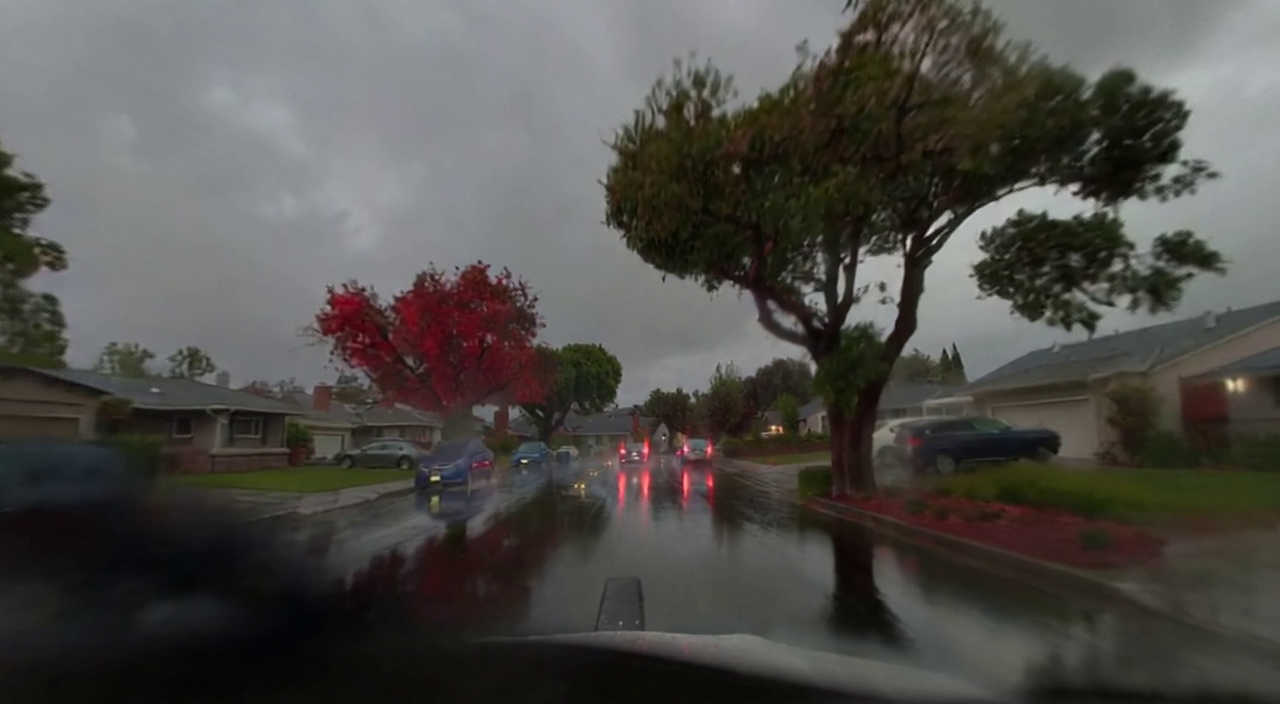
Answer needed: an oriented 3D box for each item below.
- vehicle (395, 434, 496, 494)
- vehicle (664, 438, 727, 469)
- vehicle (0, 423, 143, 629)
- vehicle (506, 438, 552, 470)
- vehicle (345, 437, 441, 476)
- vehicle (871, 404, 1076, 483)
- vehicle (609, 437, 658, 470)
[{"bbox_3d":[-6.722,3.872,22.465,2.254,1.773,4.795,-2,-7,-2],"label":"vehicle"},{"bbox_3d":[2.816,5.304,33.157,2.429,1.502,4.474,1,-9,-7],"label":"vehicle"},{"bbox_3d":[-6.190,1.394,4.637,2.007,1.662,3.951,-2,-7,-3],"label":"vehicle"},{"bbox_3d":[-7.090,6.568,40.852,2.235,1.851,4.662,-2,-9,-1],"label":"vehicle"},{"bbox_3d":[-13.244,5.598,34.071,4.461,1.717,1.936,-3,-6,-5],"label":"vehicle"},{"bbox_3d":[9.705,2.685,18.658,4.813,1.914,2.041,-3,-9,-5],"label":"vehicle"},{"bbox_3d":[-0.372,4.929,30.682,2.192,1.474,4.192,1,-9,-3],"label":"vehicle"}]
